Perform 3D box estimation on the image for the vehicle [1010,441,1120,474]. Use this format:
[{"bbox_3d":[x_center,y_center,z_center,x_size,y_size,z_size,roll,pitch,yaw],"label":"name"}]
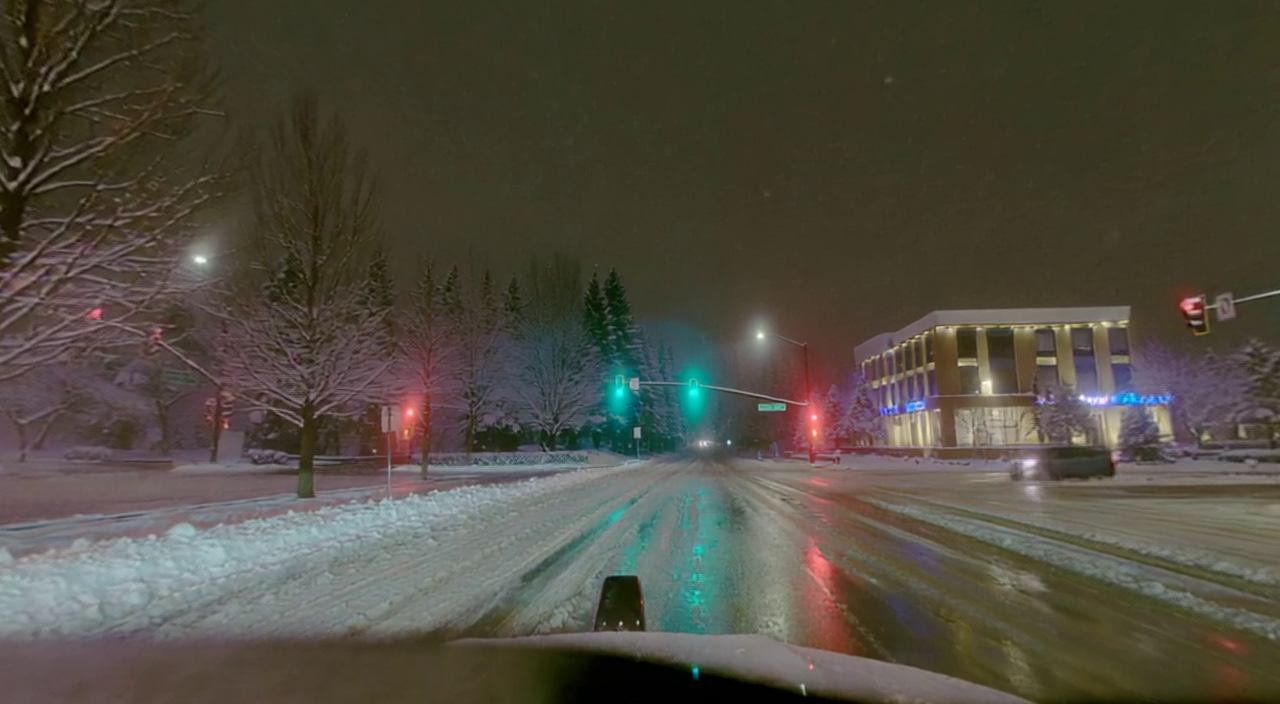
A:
[{"bbox_3d":[23.513,5.843,35.066,4.639,1.699,2.030,0,-9,-3],"label":"vehicle"}]
